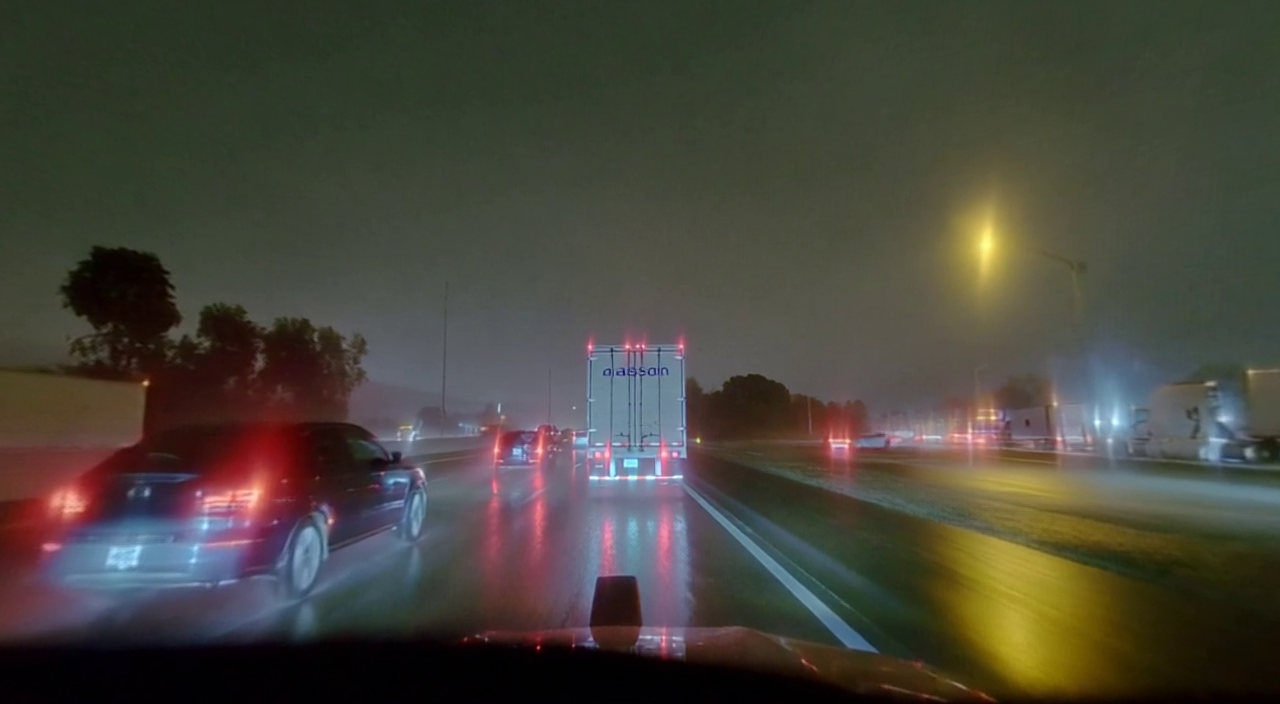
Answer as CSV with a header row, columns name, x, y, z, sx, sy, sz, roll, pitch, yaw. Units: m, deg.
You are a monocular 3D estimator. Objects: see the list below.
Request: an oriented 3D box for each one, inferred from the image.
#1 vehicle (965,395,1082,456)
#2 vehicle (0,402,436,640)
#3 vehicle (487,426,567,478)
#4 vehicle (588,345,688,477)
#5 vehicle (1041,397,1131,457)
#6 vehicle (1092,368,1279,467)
name,x,y,z,sx,sy,sz,roll,pitch,yaw
vehicle,18.955,3.737,31.516,2.432,2.753,5.388,0,-8,1
vehicle,-3.741,1.377,6.261,1.964,1.507,4.361,0,-8,0
vehicle,-3.704,3.351,21.393,1.946,1.599,4.073,0,-8,0
vehicle,-0.105,2.615,25.625,3.171,4.204,11.036,0,-8,0
vehicle,19.599,3.330,27.779,1.658,2.523,2.851,0,-8,-1
vehicle,19.381,2.386,22.160,2.443,3.006,5.844,0,-8,0
